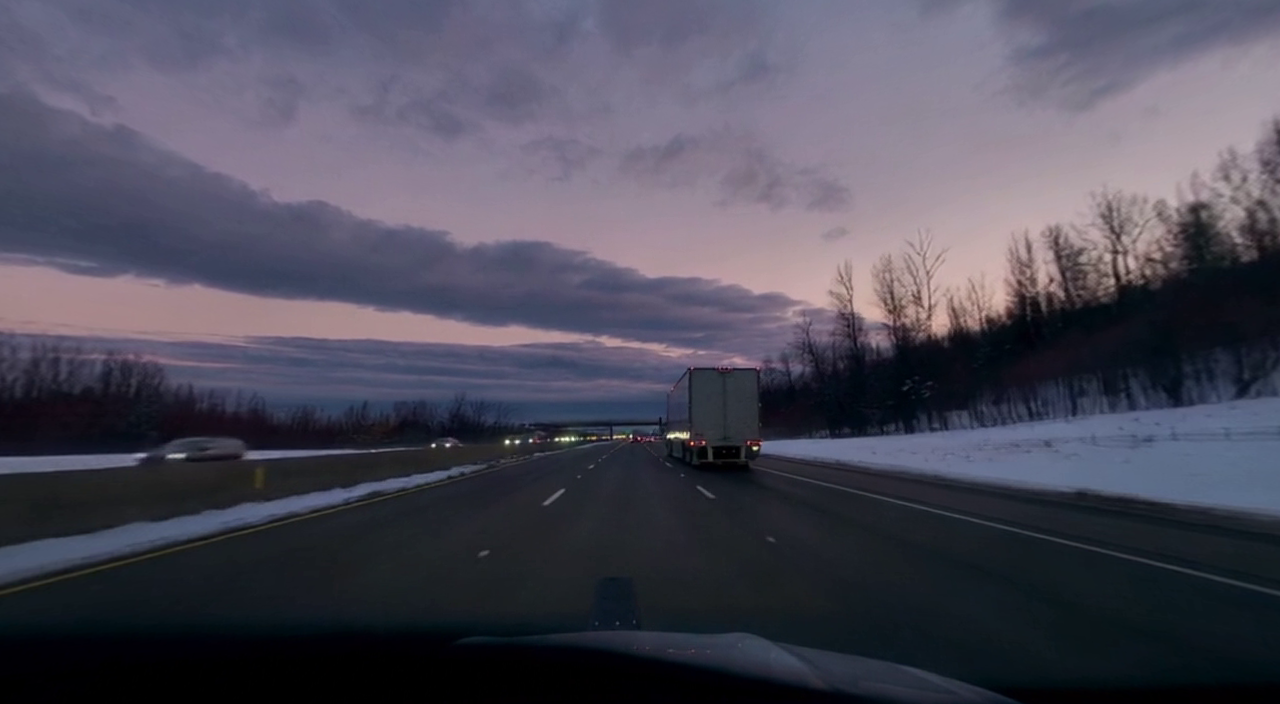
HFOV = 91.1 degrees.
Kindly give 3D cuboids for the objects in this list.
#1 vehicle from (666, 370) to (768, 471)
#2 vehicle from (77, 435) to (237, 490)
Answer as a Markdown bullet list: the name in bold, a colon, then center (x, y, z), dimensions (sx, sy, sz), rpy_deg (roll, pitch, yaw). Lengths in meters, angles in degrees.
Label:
- **vehicle**: center (3.524, 3.845, 33.888), dimensions (2.979, 4.161, 15.508), rpy_deg (1, -7, -2)
- **vehicle**: center (-15.860, 3.609, 21.011), dimensions (1.890, 1.622, 4.373), rpy_deg (0, -8, 0)
